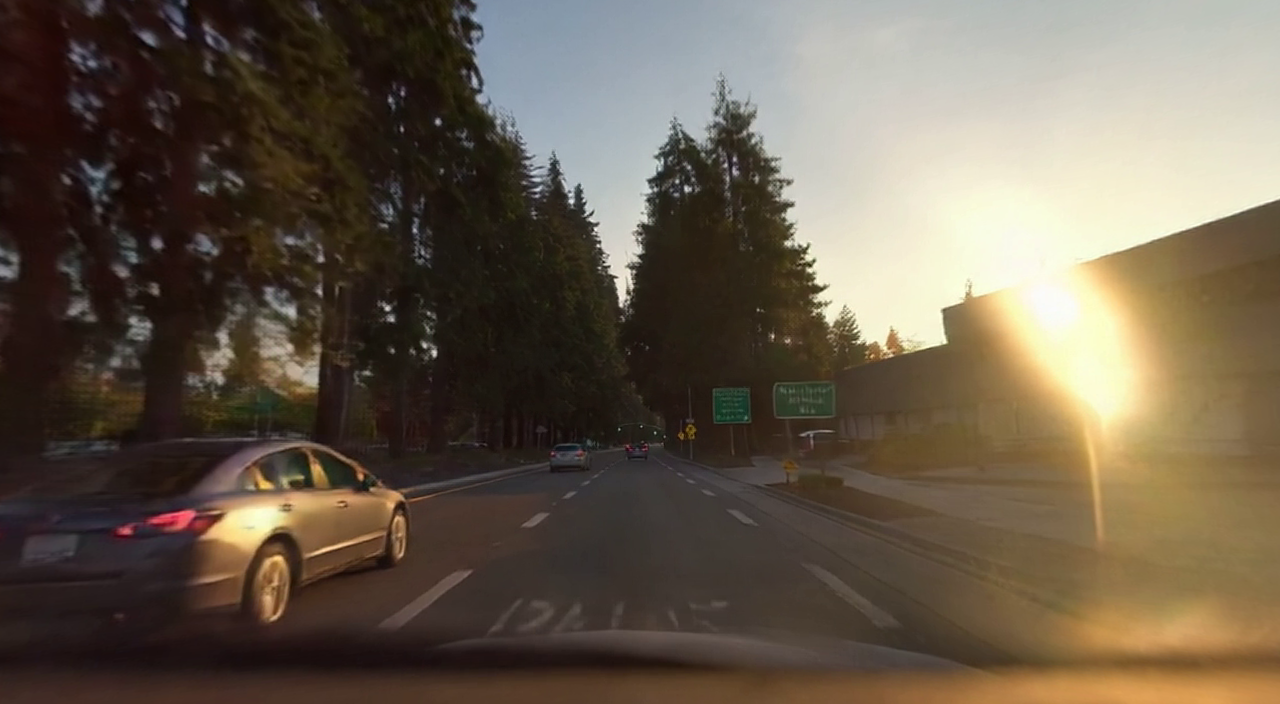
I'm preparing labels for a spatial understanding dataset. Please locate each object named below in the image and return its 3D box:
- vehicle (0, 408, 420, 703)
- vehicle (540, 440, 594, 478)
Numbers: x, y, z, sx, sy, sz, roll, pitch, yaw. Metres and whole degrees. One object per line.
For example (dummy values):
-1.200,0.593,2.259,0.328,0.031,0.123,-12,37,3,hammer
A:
-3.464,1.320,4.999,1.862,1.478,4.369,0,-9,0,vehicle
-3.317,4.928,29.327,1.942,1.588,4.172,0,-9,1,vehicle
